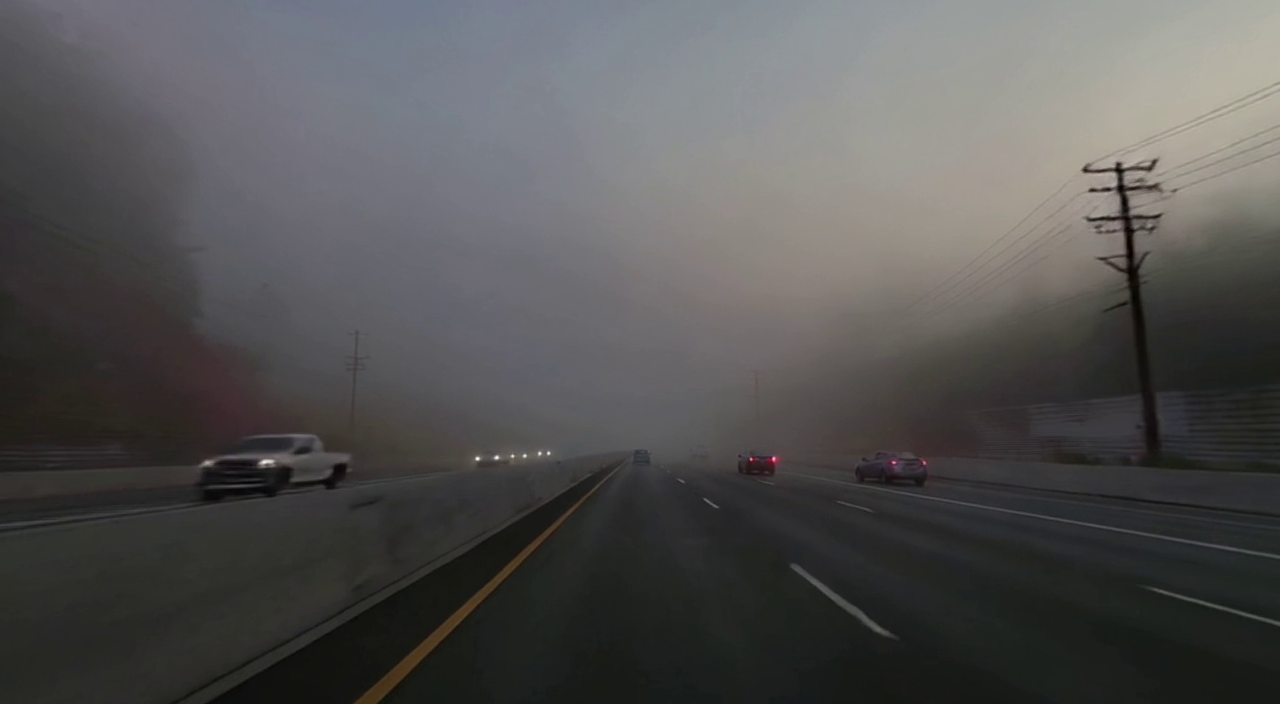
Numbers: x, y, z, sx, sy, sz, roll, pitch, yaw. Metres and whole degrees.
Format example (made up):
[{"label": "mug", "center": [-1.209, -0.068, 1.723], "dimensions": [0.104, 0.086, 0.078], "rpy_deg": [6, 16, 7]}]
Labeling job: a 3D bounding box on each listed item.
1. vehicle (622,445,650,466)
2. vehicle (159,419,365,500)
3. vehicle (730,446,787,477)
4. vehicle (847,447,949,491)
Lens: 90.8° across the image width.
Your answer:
[{"label": "vehicle", "center": [-0.316, 7.811, 47.716], "dimensions": [1.993, 1.506, 3.883], "rpy_deg": [0, -9, -1]}, {"label": "vehicle", "center": [-9.901, 2.885, 17.244], "dimensions": [2.483, 1.868, 4.989], "rpy_deg": [0, -9, 0]}, {"label": "vehicle", "center": [6.285, 5.859, 34.053], "dimensions": [2.069, 1.520, 4.614], "rpy_deg": [0, -9, -1]}, {"label": "vehicle", "center": [9.746, 4.420, 24.334], "dimensions": [1.969, 1.506, 4.422], "rpy_deg": [0, -9, -1]}]
